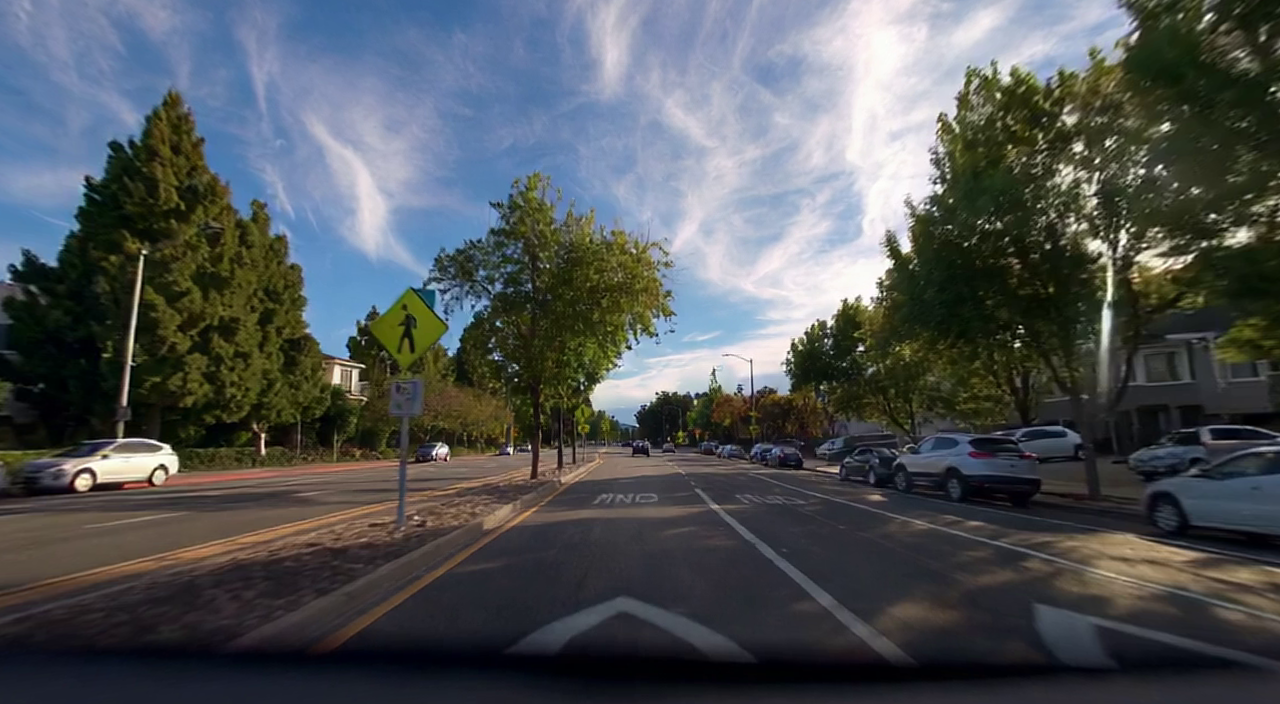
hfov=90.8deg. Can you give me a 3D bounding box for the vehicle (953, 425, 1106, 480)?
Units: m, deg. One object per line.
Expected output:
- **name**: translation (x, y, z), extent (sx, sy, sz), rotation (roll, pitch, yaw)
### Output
- **vehicle**: translation (16.811, 4.352, 27.491), extent (4.972, 1.793, 2.293), rotation (-5, -8, 0)

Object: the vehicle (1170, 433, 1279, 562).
- **vehicle**: translation (9.595, 1.770, 7.283), extent (2.161, 1.687, 5.331), rotation (0, -8, -3)

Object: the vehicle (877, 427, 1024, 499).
- **vehicle**: translation (9.435, 3.415, 19.816), extent (2.083, 1.946, 4.928), rotation (0, -8, 0)

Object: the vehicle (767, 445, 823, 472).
- **vehicle**: translation (9.381, 6.458, 38.684), extent (2.009, 1.493, 4.983), rotation (0, -8, -1)

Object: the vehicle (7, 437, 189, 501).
- **vehicle**: translation (-17.320, 3.703, 20.569), extent (1.959, 1.690, 4.446), rotation (-3, -7, 1)
